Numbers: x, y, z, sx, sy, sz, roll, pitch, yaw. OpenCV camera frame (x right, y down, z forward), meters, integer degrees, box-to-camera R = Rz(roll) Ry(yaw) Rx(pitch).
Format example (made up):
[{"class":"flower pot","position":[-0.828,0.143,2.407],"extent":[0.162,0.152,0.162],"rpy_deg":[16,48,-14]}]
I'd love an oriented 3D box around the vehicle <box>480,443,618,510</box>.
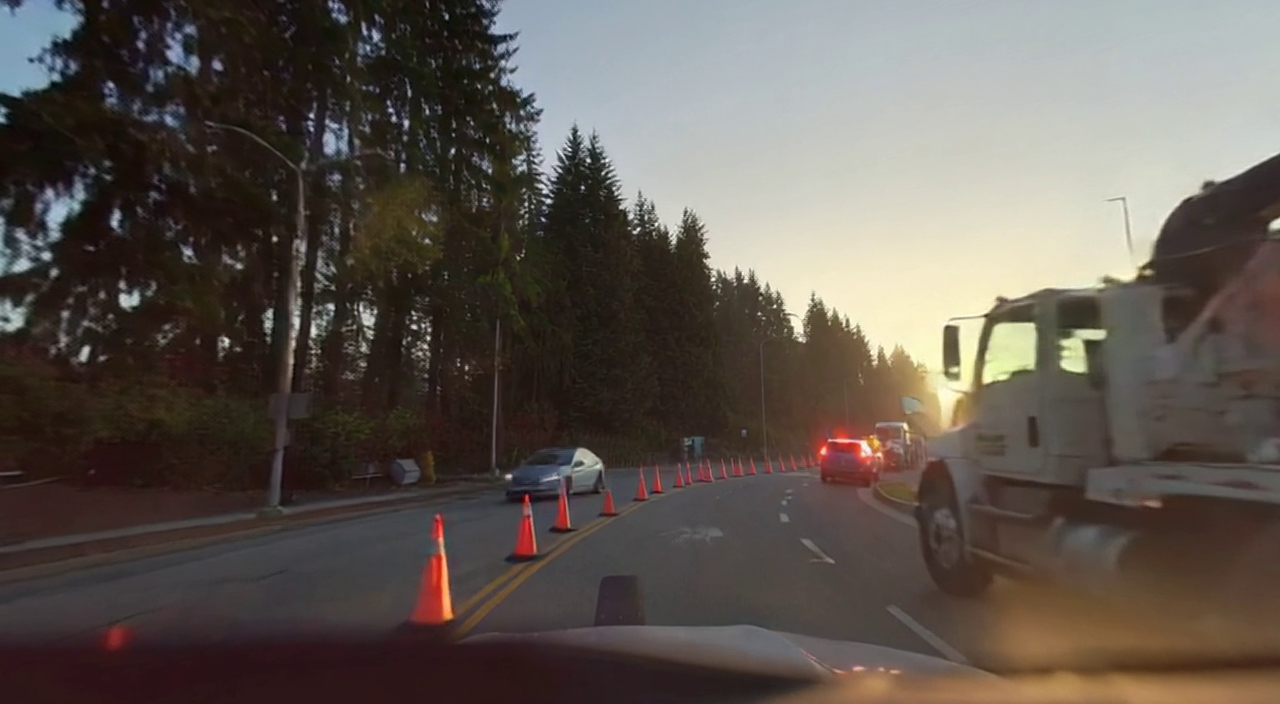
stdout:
[{"class":"vehicle","position":[-2.187,3.150,16.594],"extent":[1.945,1.494,4.201],"rpy_deg":[-3,-9,17]}]

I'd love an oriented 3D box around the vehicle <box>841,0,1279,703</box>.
[{"class":"vehicle","position":[3.326,-0.053,0.685],"extent":[2.787,2.966,10.741],"rpy_deg":[-1,-6,1]}]
